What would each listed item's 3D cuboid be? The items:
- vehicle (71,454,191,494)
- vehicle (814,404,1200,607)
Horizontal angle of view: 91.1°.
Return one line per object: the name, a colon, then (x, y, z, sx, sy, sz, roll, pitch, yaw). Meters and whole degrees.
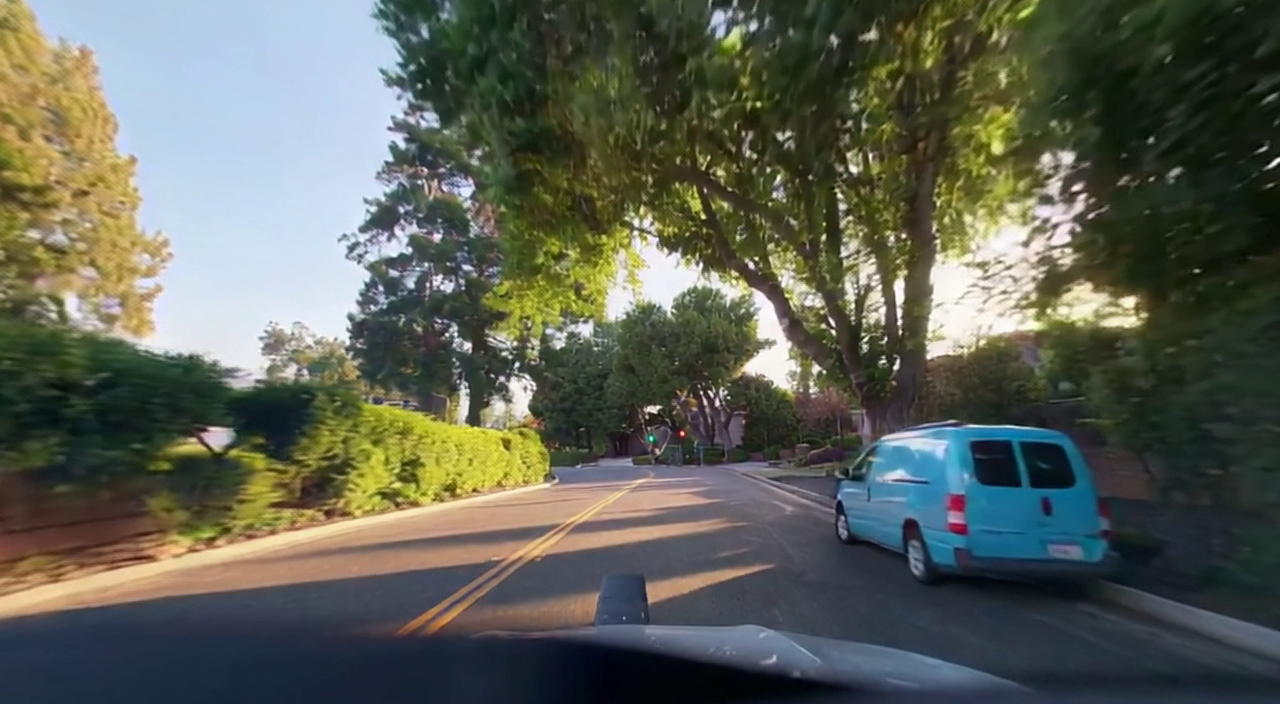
vehicle: (-29.190, 6.953, 36.302, 2.294, 1.843, 5.438, -3, -8, 2)
vehicle: (4.041, 1.773, 8.231, 2.323, 1.849, 4.691, 0, -9, 2)
